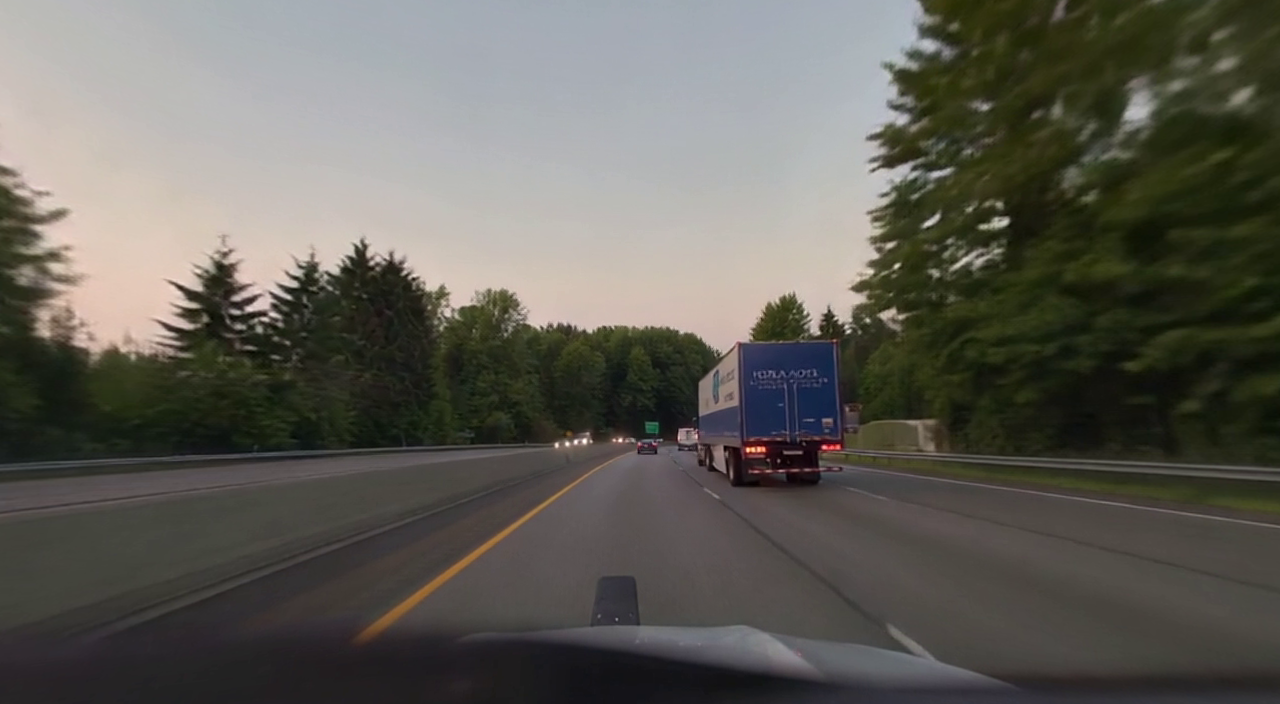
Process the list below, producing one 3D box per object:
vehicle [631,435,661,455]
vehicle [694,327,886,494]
[{"bbox_3d":[0.464,7.182,48.918,2.209,1.499,4.144,0,-8,1],"label":"vehicle"},{"bbox_3d":[4.224,2.315,22.247,3.171,4.072,13.784,0,-8,-1],"label":"vehicle"}]
